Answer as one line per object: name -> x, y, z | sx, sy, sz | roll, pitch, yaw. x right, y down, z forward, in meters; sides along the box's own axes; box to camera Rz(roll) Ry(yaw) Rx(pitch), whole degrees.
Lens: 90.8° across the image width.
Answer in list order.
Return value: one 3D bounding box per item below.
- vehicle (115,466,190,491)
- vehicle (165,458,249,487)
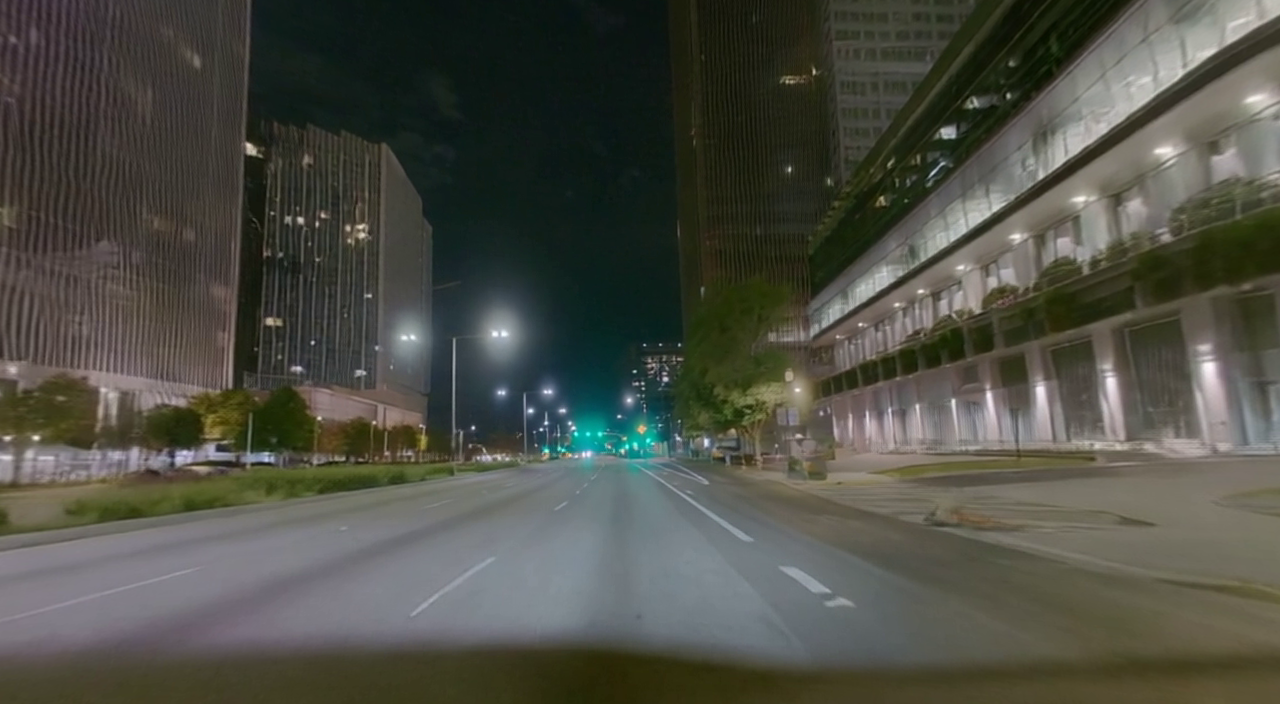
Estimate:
vehicle -> -33.758, 8.743, 43.882 | 1.868, 1.467, 4.423 | 0, -9, -3
vehicle -> -33.920, 9.402, 49.827 | 2.483, 2.000, 6.110 | 0, -9, -3
